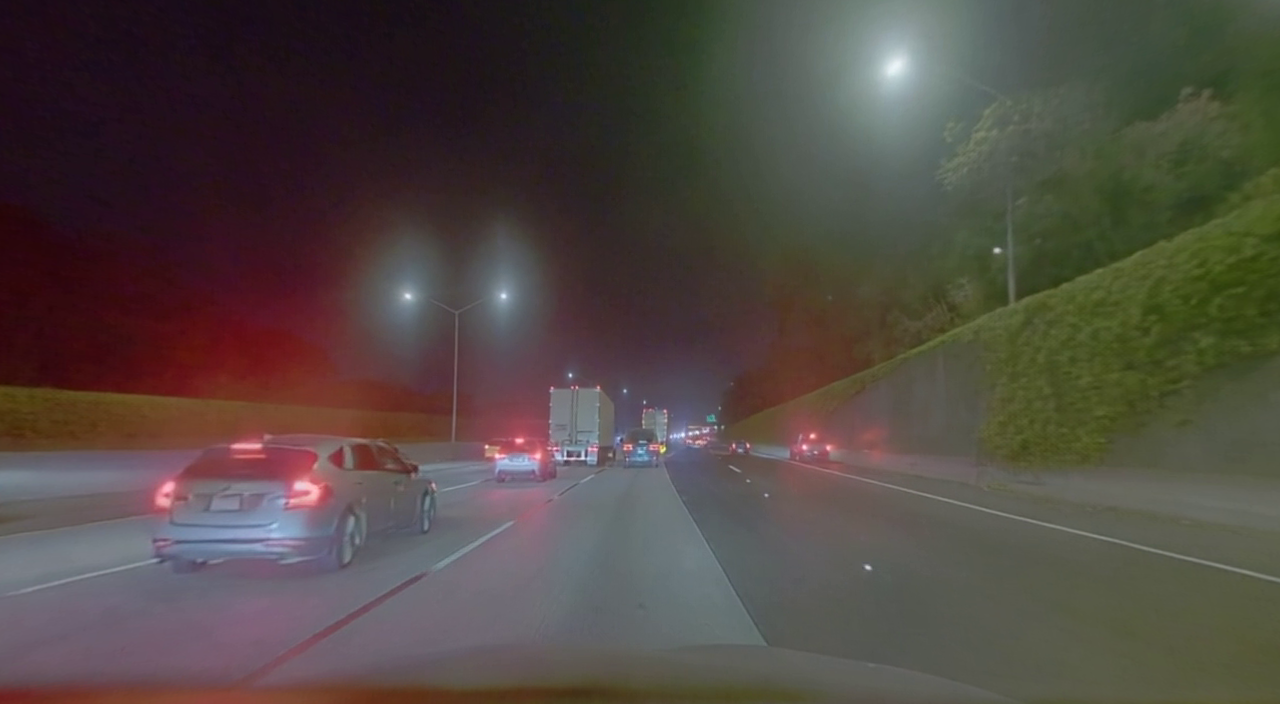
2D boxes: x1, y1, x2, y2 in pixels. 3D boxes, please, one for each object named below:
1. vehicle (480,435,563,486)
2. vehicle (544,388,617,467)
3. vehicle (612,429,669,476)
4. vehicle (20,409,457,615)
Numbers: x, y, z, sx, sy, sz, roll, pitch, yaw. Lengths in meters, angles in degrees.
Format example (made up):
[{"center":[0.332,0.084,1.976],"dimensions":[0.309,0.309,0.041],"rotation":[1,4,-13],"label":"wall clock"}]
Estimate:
[{"center":[-4.046,3.788,22.259],"dimensions":[2.124,1.627,3.863],"rotation":[0,-9,1],"label":"vehicle"},{"center":[-3.669,5.628,44.178],"dimensions":[3.348,4.469,16.443],"rotation":[0,-9,1],"label":"vehicle"},{"center":[0.038,4.375,27.520],"dimensions":[2.325,1.864,4.128],"rotation":[0,-9,0],"label":"vehicle"},{"center":[-3.779,1.577,7.220],"dimensions":[1.866,1.568,4.603],"rotation":[0,-9,2],"label":"vehicle"}]
